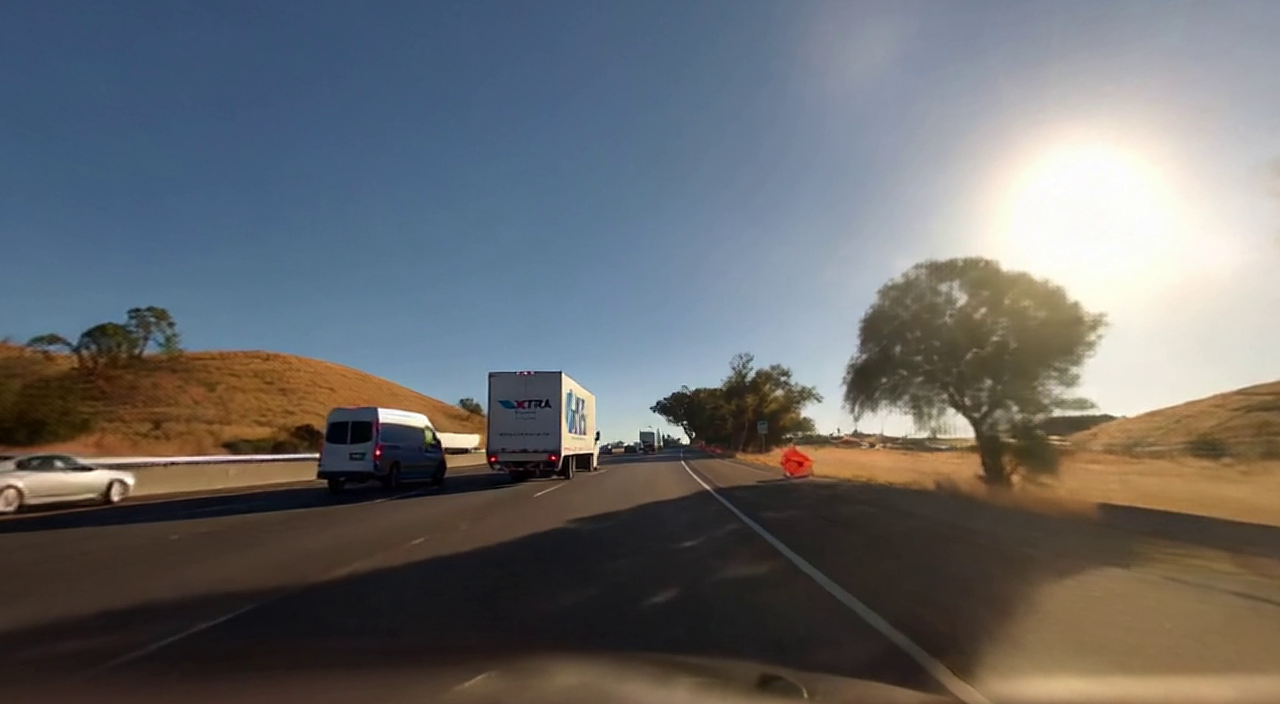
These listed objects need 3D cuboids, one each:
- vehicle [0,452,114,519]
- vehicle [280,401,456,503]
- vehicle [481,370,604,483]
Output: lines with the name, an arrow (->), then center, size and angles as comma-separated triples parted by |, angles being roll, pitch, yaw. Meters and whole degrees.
vehicle -> -15.501, 3.142, 14.921 | 1.901, 1.487, 4.622 | 0, -8, 3
vehicle -> -7.930, 3.029, 19.346 | 2.469, 2.615, 5.874 | 0, -8, 3
vehicle -> -3.778, 3.360, 27.461 | 3.183, 4.011, 9.617 | 0, -8, 4
